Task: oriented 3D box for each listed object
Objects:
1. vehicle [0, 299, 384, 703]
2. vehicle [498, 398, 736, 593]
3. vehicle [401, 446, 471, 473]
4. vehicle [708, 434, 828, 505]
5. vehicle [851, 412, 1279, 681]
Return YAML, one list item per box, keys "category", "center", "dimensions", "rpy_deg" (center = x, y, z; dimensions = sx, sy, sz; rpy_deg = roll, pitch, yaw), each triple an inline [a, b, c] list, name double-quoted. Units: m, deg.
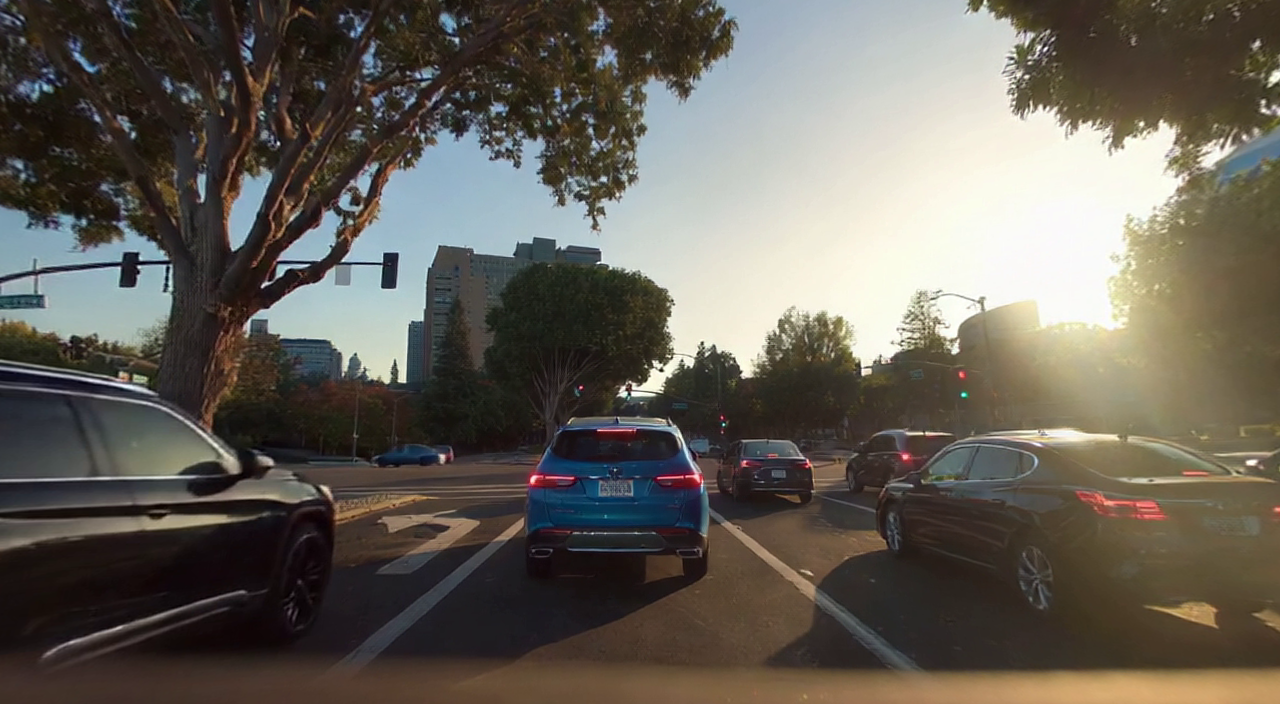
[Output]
- category: "vehicle"
  center: [-3.279, 0.827, 2.824]
  dimensions: [2.186, 1.794, 4.972]
  rpy_deg: [0, -8, 0]
- category: "vehicle"
  center: [-0.265, 1.553, 7.628]
  dimensions: [2.101, 1.707, 3.904]
  rpy_deg: [0, -8, -2]
- category: "vehicle"
  center: [-11.994, 6.232, 37.000]
  dimensions: [4.369, 1.466, 1.791]
  rpy_deg: [-7, -11, 40]
- category: "vehicle"
  center: [2.996, 2.853, 15.777]
  dimensions: [1.950, 1.506, 4.086]
  rpy_deg: [0, -8, -3]
- category: "vehicle"
  center: [3.621, 1.394, 5.701]
  dimensions: [1.861, 1.478, 4.185]
  rpy_deg: [0, -8, -2]
